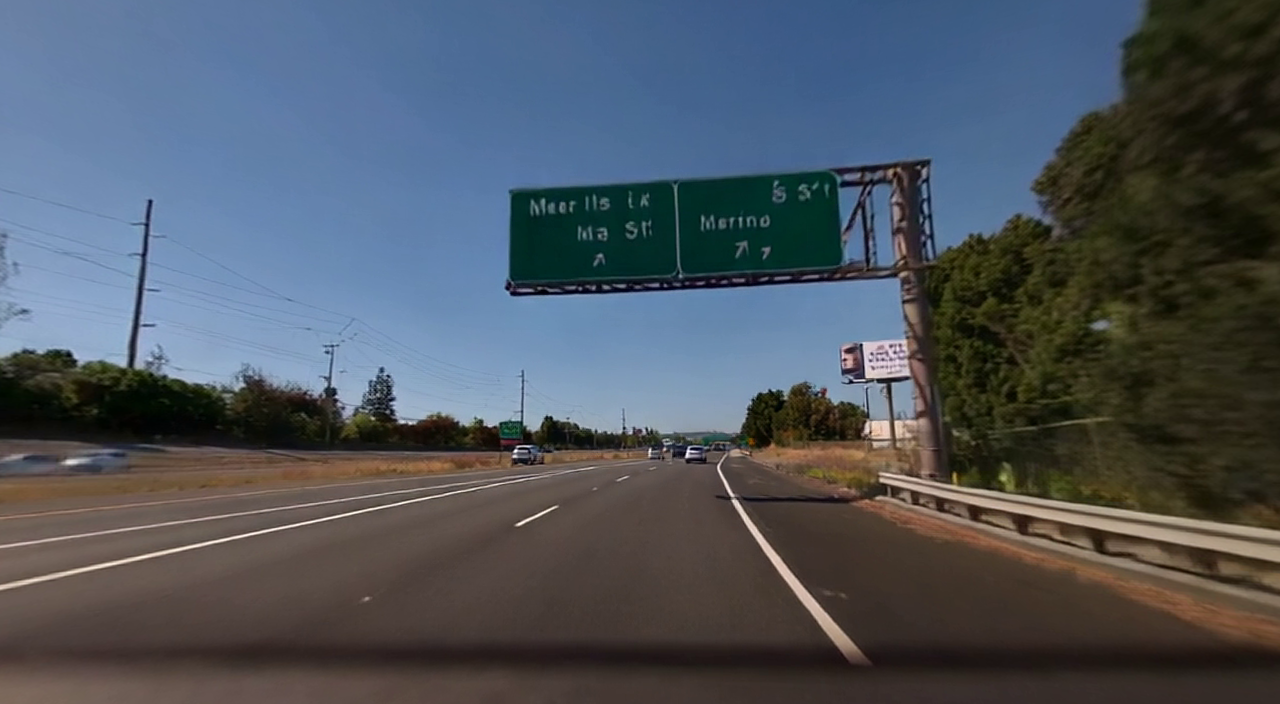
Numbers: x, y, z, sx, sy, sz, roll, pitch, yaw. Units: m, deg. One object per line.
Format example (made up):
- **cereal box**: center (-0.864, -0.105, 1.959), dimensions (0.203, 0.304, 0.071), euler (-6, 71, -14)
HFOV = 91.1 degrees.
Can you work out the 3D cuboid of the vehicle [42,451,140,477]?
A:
- **vehicle**: center (-34.560, 7.032, 39.708), dimensions (1.876, 1.480, 4.408), euler (-2, -8, 9)
